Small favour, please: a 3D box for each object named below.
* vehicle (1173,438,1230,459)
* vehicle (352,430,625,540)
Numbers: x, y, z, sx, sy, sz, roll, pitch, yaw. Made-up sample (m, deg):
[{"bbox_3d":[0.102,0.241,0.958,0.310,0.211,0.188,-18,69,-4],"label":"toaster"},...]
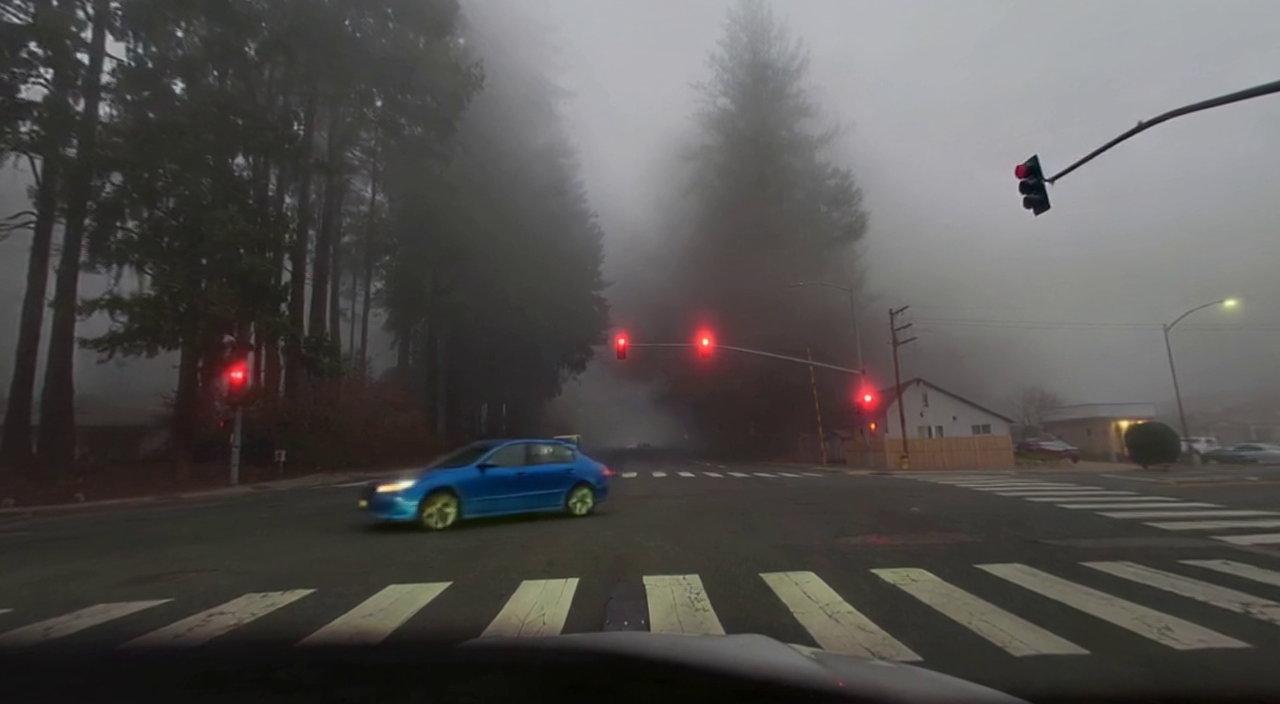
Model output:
[{"bbox_3d":[42.834,7.348,48.056,4.133,1.561,1.824,5,-10,-29],"label":"vehicle"},{"bbox_3d":[-2.416,2.189,11.109,1.877,1.523,4.377,-7,-11,39],"label":"vehicle"}]
